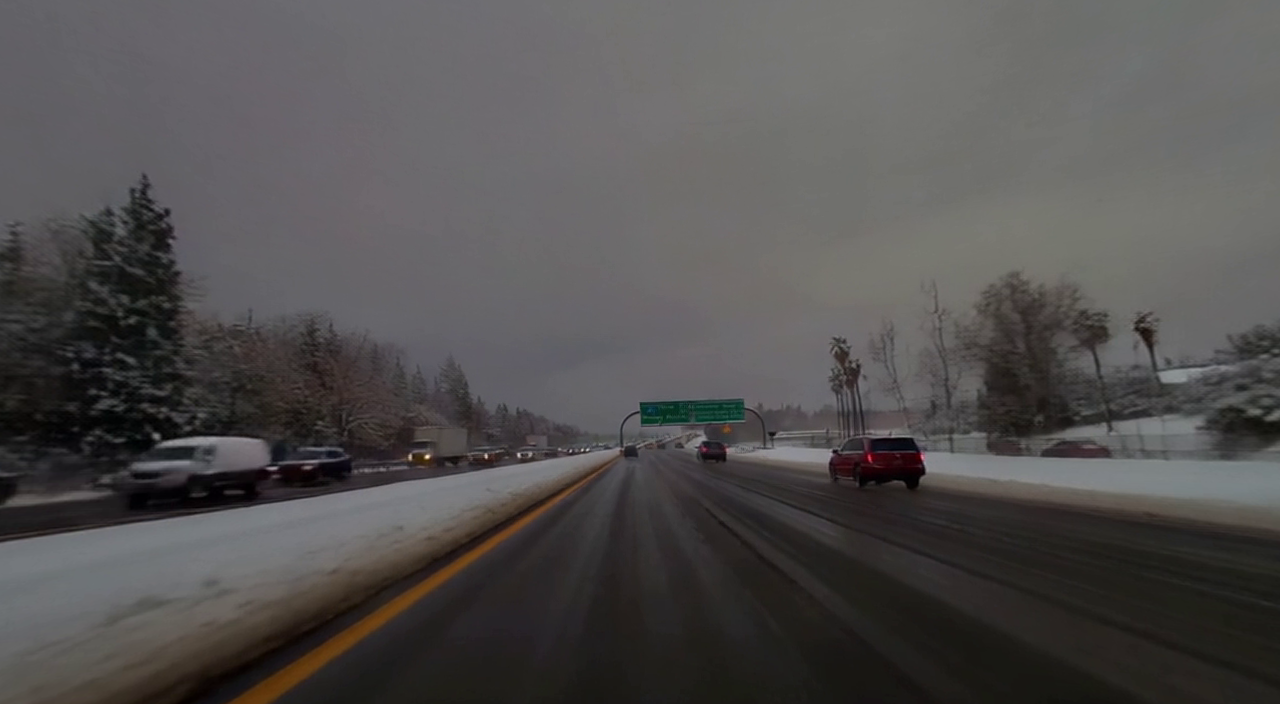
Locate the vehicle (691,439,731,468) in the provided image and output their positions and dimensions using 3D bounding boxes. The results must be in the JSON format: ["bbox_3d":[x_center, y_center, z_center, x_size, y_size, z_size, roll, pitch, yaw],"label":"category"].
[{"bbox_3d":[4.361,6.280,39.259,2.035,1.704,3.867,0,-8,0],"label":"vehicle"}]

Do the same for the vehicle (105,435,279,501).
[{"bbox_3d":[-16.336,4.213,23.544,2.248,2.130,5.801,0,-8,-1],"label":"vehicle"}]

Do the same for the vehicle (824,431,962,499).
[{"bbox_3d":[6.735,3.045,17.346,1.902,1.623,4.360,0,-8,-1],"label":"vehicle"}]

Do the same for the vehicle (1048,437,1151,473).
[{"bbox_3d":[23.117,5.185,31.899,1.887,1.642,4.592,0,-8,3],"label":"vehicle"}]

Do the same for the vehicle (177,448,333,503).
[{"bbox_3d":[-12.425,3.988,20.822,1.999,1.536,4.987,0,-8,0],"label":"vehicle"}]
